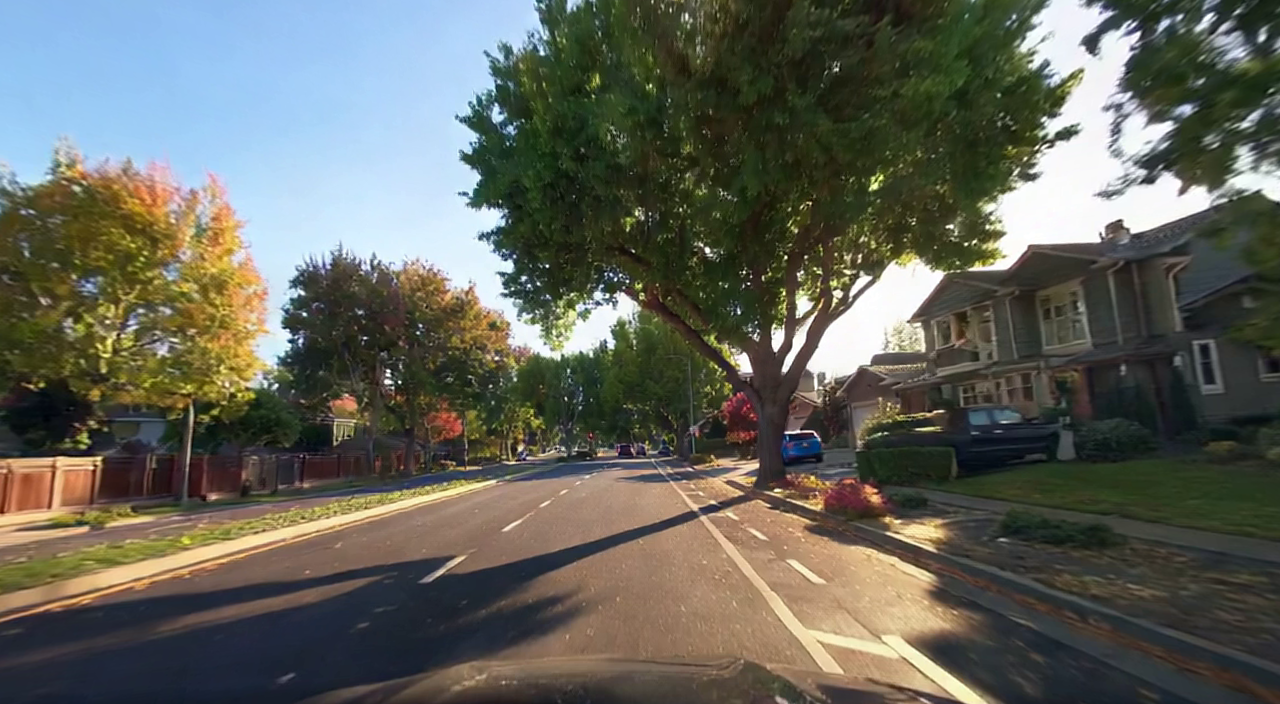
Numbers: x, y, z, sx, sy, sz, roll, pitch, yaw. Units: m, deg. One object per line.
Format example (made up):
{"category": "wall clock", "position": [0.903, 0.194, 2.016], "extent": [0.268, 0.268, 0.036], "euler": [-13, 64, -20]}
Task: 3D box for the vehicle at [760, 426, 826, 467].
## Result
{"category": "vehicle", "position": [7.869, 4.993, 33.049], "extent": [2.051, 1.801, 4.785], "euler": [-5, -9, -2]}
